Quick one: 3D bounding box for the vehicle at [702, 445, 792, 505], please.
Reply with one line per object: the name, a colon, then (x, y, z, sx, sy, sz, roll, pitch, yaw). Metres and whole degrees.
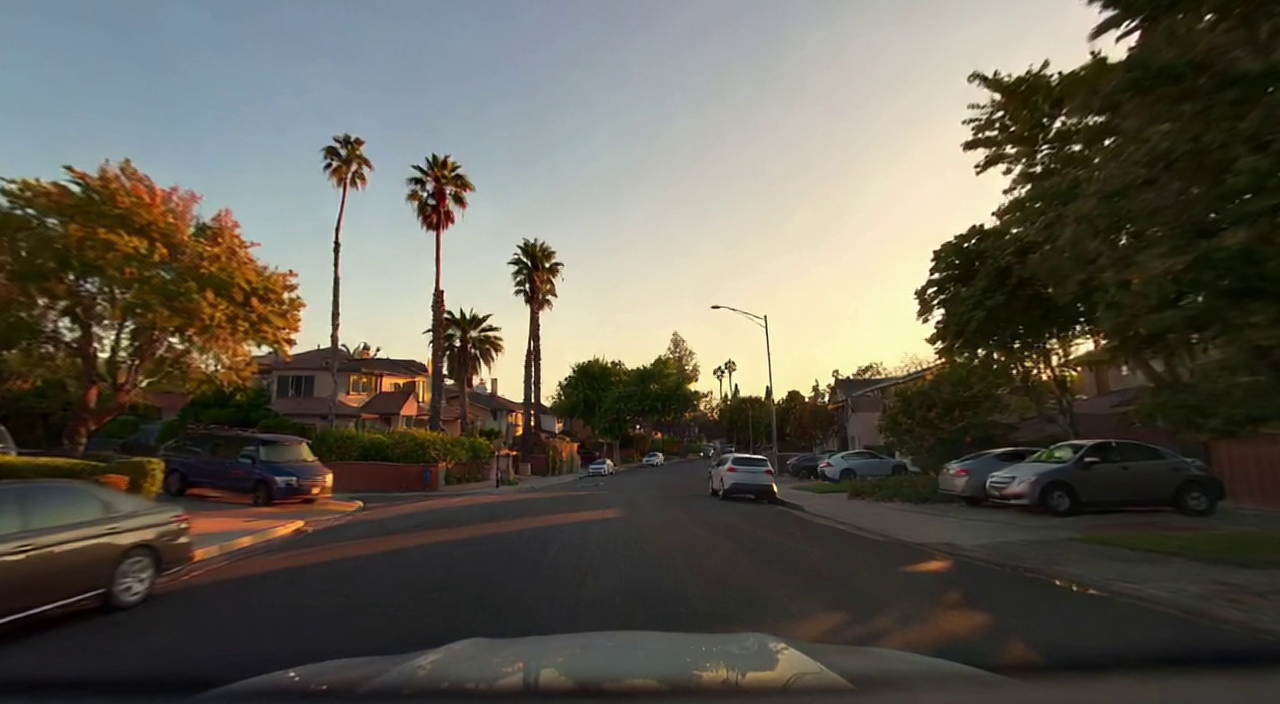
vehicle: (3.561, 4.174, 22.006, 2.197, 1.816, 4.845, 0, -8, -1)

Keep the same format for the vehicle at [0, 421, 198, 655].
vehicle: (-5.788, 1.437, 4.722, 1.947, 1.672, 4.289, -1, -19, -4)

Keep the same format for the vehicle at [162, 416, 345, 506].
vehicle: (-13.394, 3.677, 21.673, 6.773, 2.680, 2.459, -5, -10, 32)

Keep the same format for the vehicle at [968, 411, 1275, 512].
vehicle: (9.756, 2.358, 13.165, 4.478, 1.705, 2.050, -3, -16, 2)
